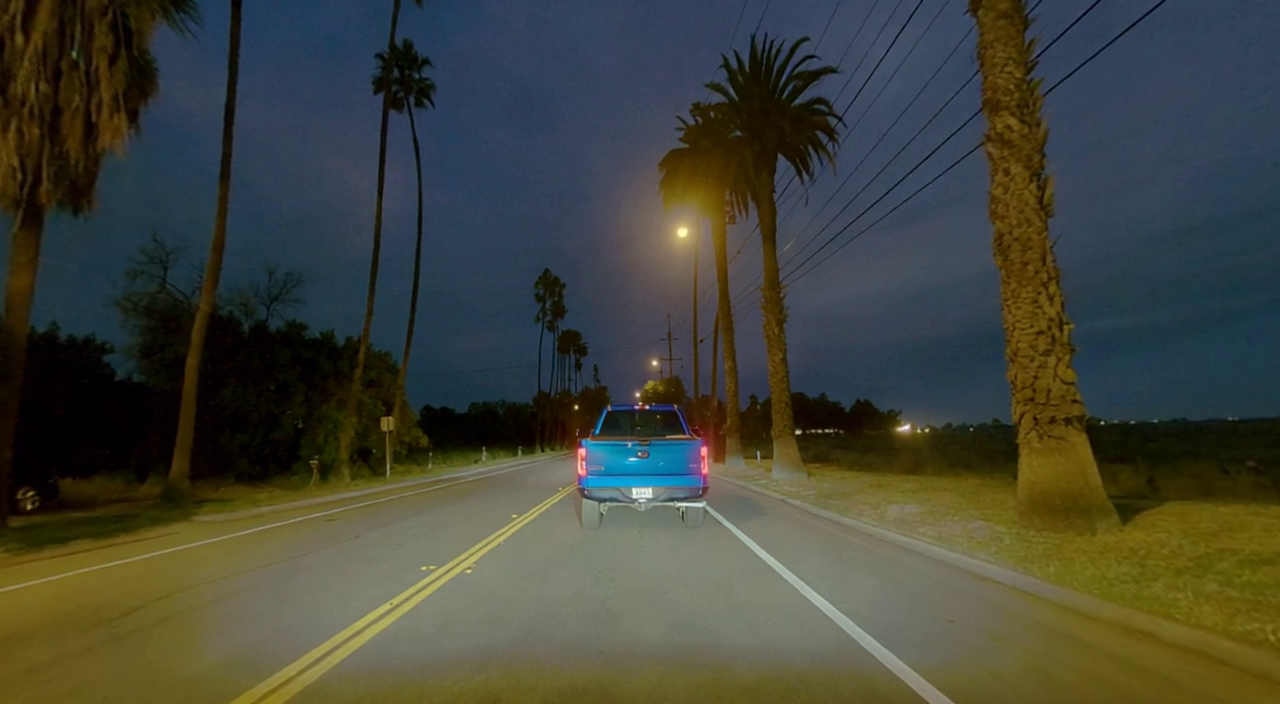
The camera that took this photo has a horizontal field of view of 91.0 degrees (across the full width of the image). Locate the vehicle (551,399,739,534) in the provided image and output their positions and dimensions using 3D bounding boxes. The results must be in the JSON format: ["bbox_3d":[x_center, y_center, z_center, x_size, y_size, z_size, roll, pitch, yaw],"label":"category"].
[{"bbox_3d":[0.036,2.143,12.414,2.803,2.005,5.885,0,-8,-1],"label":"vehicle"}]
